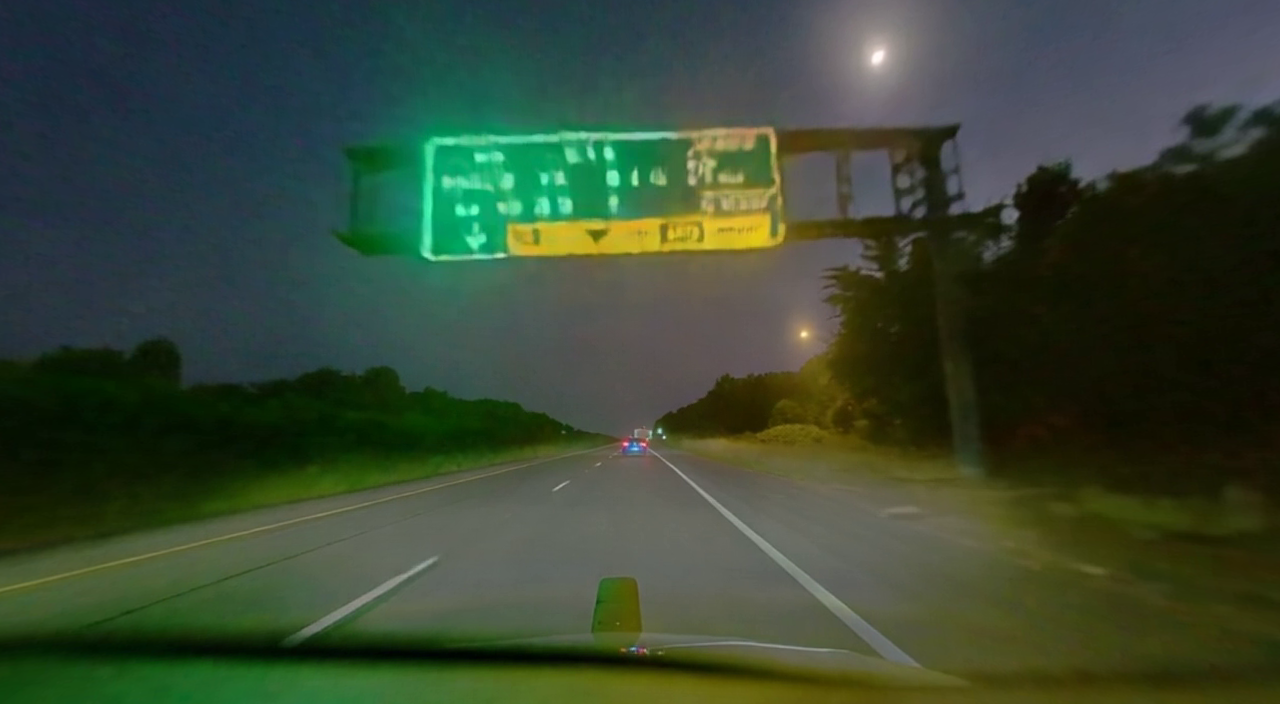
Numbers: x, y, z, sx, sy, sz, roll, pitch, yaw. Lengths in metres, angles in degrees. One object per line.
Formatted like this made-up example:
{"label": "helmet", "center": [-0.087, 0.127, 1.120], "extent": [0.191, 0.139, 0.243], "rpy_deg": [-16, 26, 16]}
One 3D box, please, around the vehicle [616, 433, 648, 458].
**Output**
{"label": "vehicle", "center": [-0.584, 6.648, 44.853], "extent": [2.180, 1.717, 4.139], "rpy_deg": [0, -8, -1]}
